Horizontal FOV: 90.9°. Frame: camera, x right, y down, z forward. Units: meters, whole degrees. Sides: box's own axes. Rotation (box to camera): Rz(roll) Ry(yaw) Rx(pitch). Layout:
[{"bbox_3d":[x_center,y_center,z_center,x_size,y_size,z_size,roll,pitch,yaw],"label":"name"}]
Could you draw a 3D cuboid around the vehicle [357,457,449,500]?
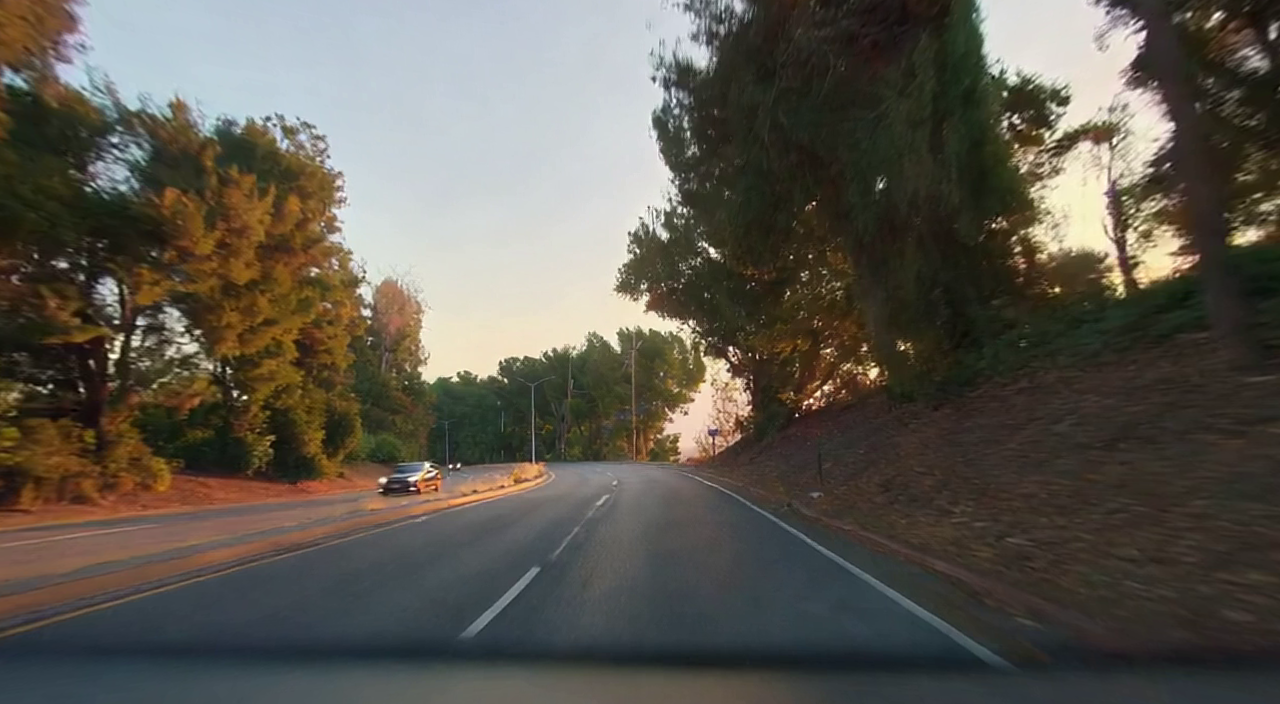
[{"bbox_3d":[-9.371,5.028,25.400,1.977,1.466,4.669,0,-9,-1],"label":"vehicle"}]
